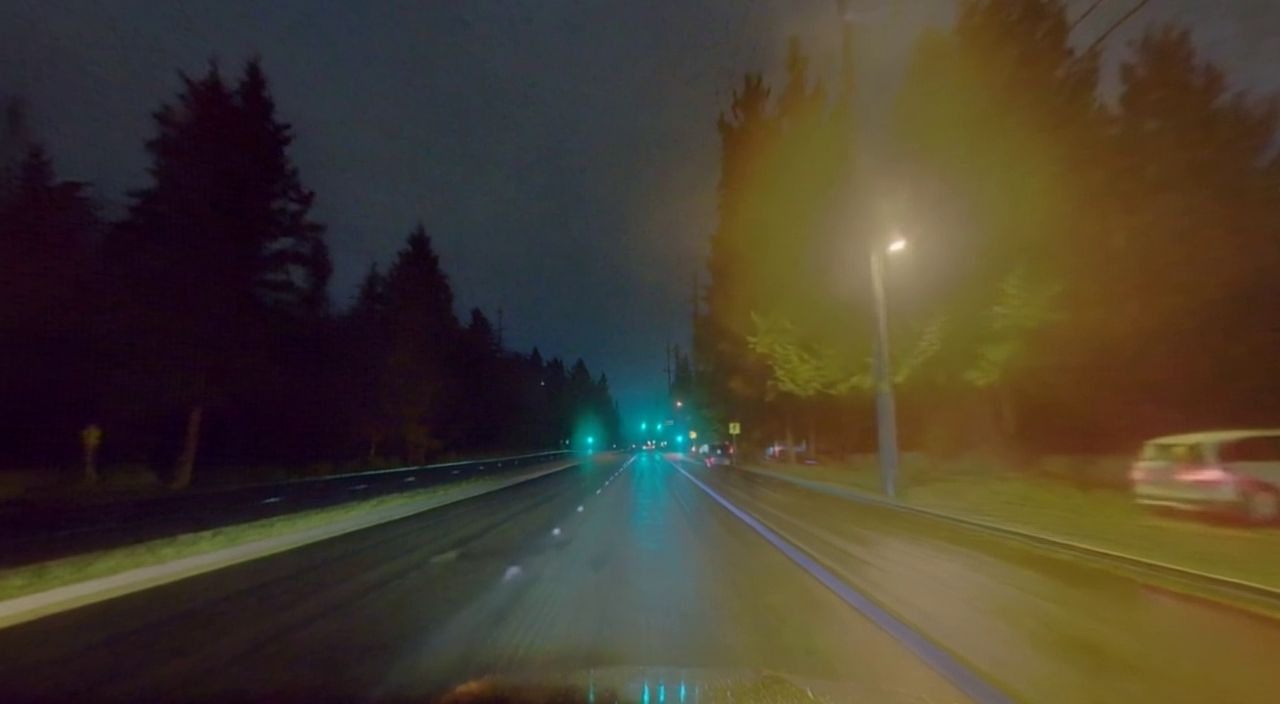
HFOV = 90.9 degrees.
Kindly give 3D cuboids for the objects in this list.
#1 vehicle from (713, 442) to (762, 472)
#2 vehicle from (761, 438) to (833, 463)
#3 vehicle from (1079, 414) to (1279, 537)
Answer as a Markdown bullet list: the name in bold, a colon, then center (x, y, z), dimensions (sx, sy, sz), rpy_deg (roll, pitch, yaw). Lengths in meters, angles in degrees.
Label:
- **vehicle**: center (5.177, 5.612, 34.024), dimensions (1.920, 1.514, 4.746), rpy_deg (0, -8, 1)
- **vehicle**: center (12.057, 7.596, 48.692), dimensions (4.920, 1.826, 2.328), rpy_deg (1, -8, 0)
- **vehicle**: center (10.375, 1.903, 10.074), dimensions (5.118, 1.701, 2.175), rpy_deg (0, -8, -3)
